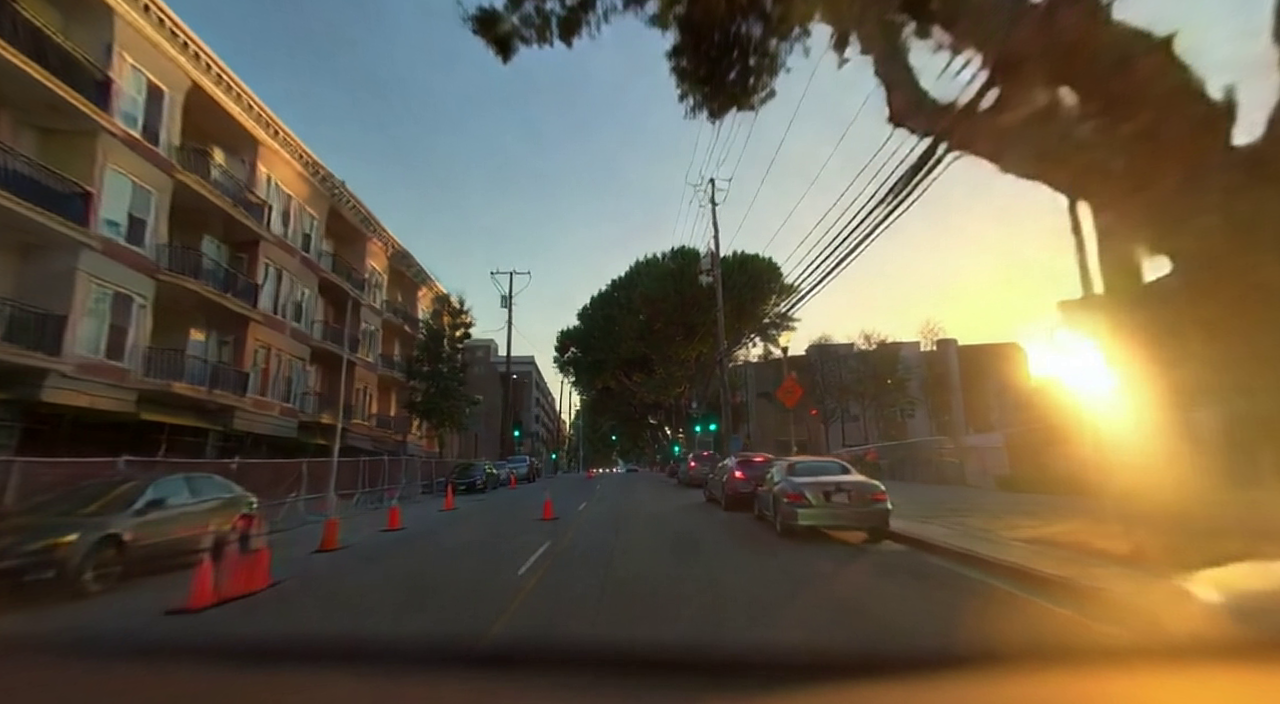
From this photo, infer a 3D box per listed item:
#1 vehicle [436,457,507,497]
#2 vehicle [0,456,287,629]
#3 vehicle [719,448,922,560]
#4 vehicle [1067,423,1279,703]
[{"bbox_3d":[-6.908,5.176,26.427,1.968,1.450,4.271,0,-9,-3],"label":"vehicle"},{"bbox_3d":[-6.594,2.129,8.048,1.900,1.520,4.320,0,-9,-4],"label":"vehicle"},{"bbox_3d":[2.768,2.447,11.063,2.010,1.499,4.754,0,-9,-2],"label":"vehicle"},{"bbox_3d":[3.182,0.719,0.490,2.077,1.445,4.897,0,-9,-3],"label":"vehicle"}]
